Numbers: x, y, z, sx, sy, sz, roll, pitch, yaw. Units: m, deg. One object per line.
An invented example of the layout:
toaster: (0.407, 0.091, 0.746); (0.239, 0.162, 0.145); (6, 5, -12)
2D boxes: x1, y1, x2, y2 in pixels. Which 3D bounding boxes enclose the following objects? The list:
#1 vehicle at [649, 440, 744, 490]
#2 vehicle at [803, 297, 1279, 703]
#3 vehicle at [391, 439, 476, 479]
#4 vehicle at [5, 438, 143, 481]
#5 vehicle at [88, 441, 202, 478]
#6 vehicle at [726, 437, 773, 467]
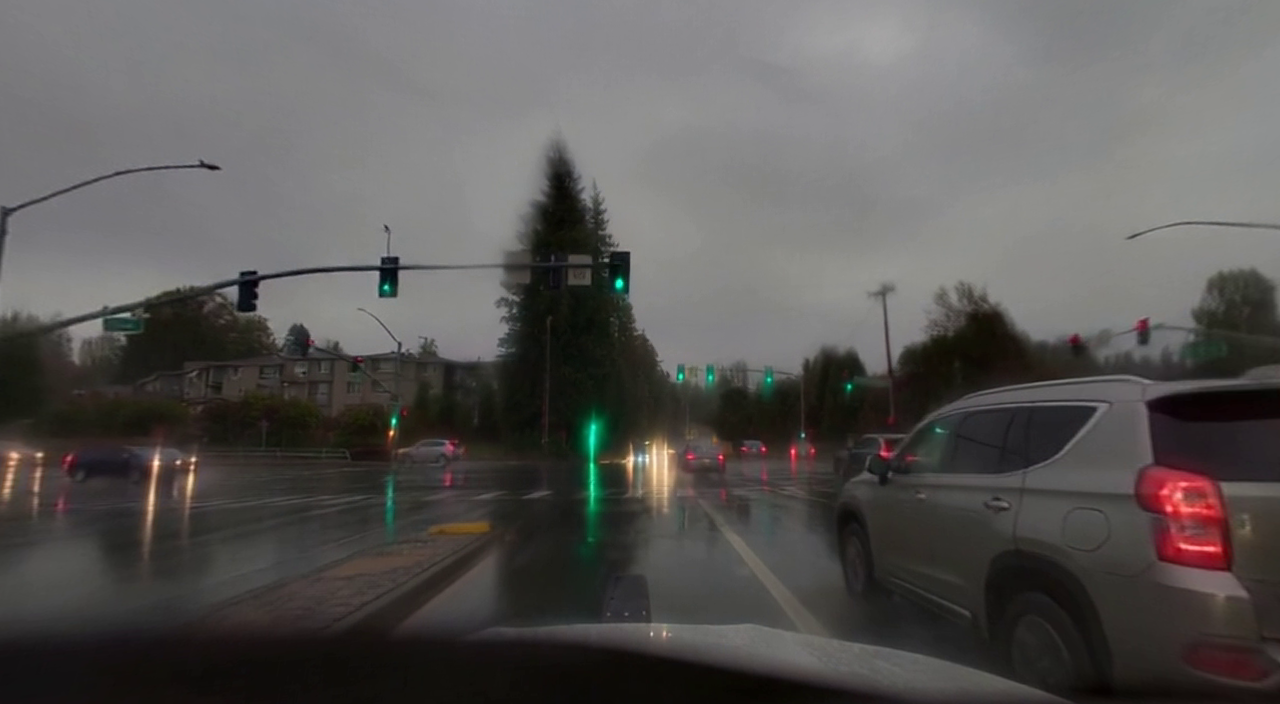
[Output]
vehicle: (1.760, 3.738, 21.354); (2.009, 1.480, 4.423); (2, -8, -11)
vehicle: (2.741, 1.041, 3.986); (2.115, 1.737, 4.642); (0, -8, -1)
vehicle: (-9.700, 4.955, 29.459); (2.099, 1.705, 4.020); (8, -12, -44)
vehicle: (-27.744, 5.253, 31.017); (4.689, 1.734, 2.034); (3, -8, -1)
vehicle: (-26.728, 5.807, 34.127); (4.365, 1.629, 2.004); (3, -8, 0)
vehicle: (7.045, 6.482, 41.105); (2.105, 1.830, 4.610); (0, -8, -1)
